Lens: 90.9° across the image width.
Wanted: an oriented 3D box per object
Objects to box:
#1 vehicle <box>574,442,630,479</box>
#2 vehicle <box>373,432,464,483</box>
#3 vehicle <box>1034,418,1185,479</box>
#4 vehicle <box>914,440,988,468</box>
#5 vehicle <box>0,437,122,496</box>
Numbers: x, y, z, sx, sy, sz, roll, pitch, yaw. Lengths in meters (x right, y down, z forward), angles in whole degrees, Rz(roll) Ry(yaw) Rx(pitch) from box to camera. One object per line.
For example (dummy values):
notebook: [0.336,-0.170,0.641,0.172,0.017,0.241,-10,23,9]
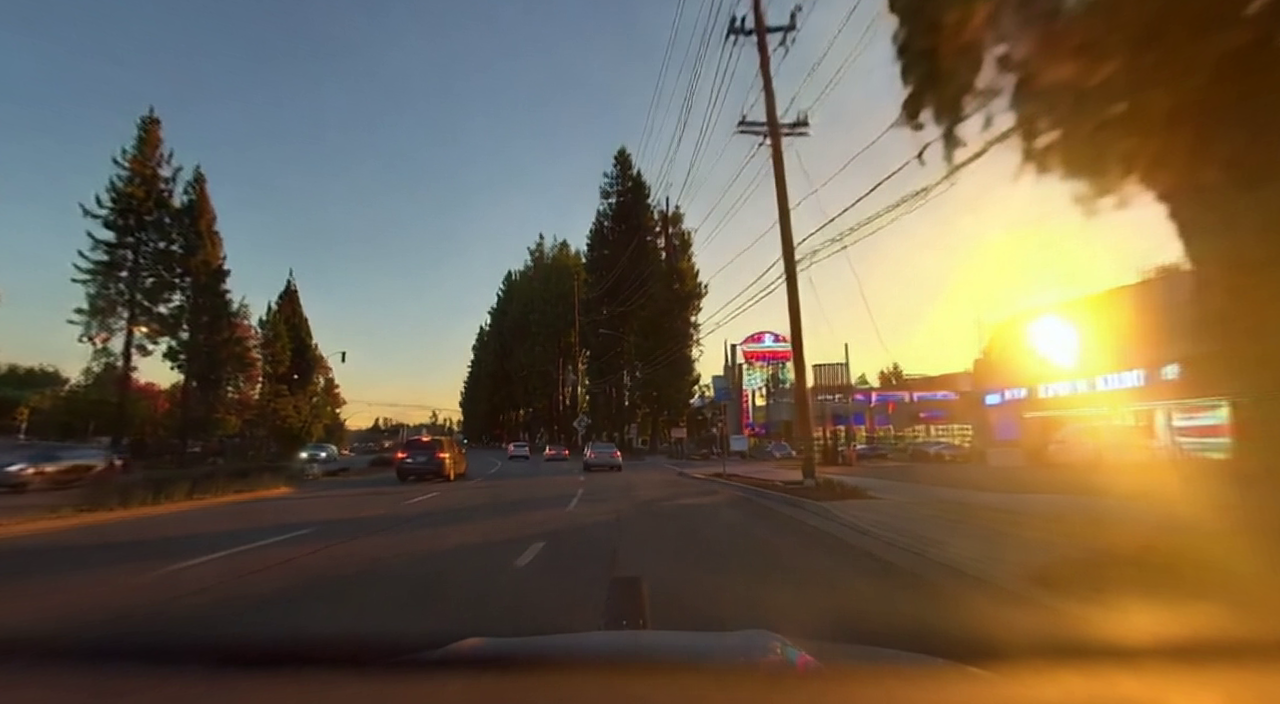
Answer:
vehicle: [-1.756,4.685,27.602,2.130,1.476,4.453,1,-9,-8]
vehicle: [-8.393,4.048,24.386,2.195,1.752,4.515,1,-9,-5]
vehicle: [16.612,3.564,22.708,1.863,1.889,4.839,-2,-11,4]
vehicle: [17.520,5.757,35.816,1.795,1.485,4.601,0,-8,-1]
vehicle: [-22.859,4.278,23.817,2.236,1.962,5.539,-1,-8,-5]
